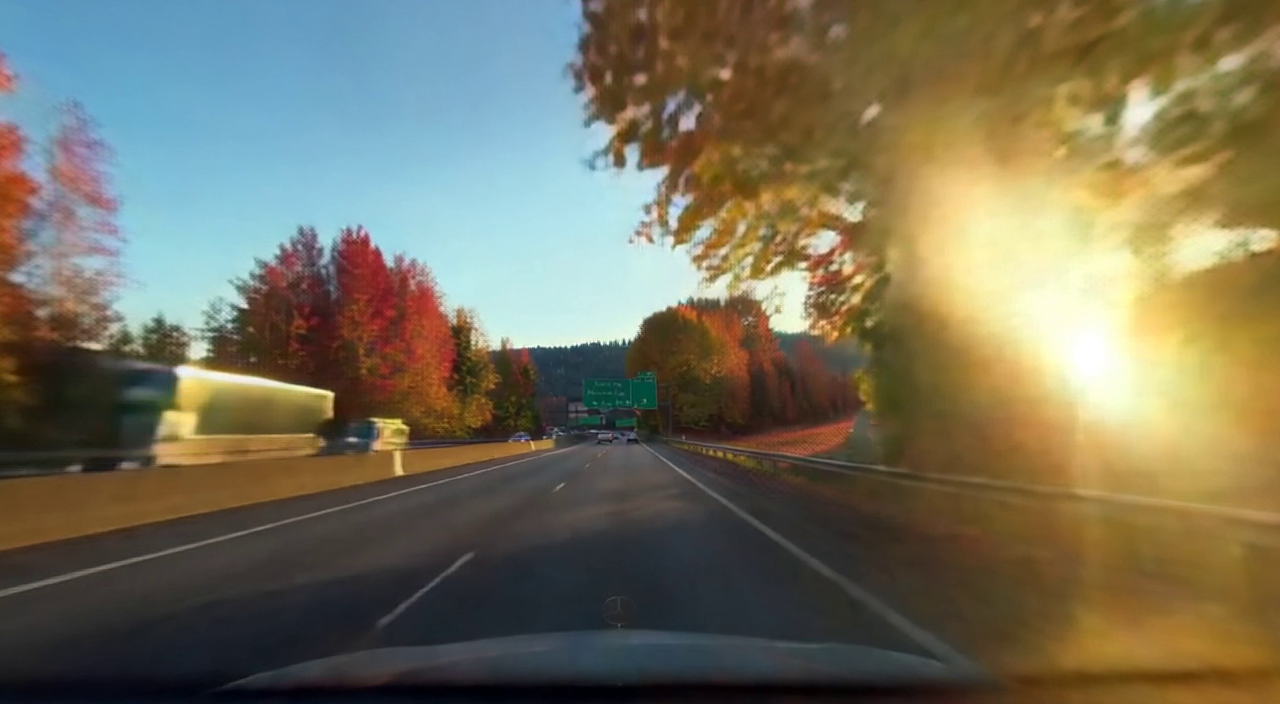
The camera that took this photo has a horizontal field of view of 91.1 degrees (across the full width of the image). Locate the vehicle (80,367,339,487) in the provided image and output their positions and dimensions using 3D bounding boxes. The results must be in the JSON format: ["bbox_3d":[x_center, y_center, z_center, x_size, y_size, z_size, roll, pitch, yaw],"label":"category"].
[{"bbox_3d":[-15.770,3.006,24.607,3.002,3.700,10.158,0,-8,-1],"label":"vehicle"}]

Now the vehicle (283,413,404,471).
[{"bbox_3d":[-15.970,4.927,34.686,2.695,2.761,8.265,0,-8,-1],"label":"vehicle"}]
